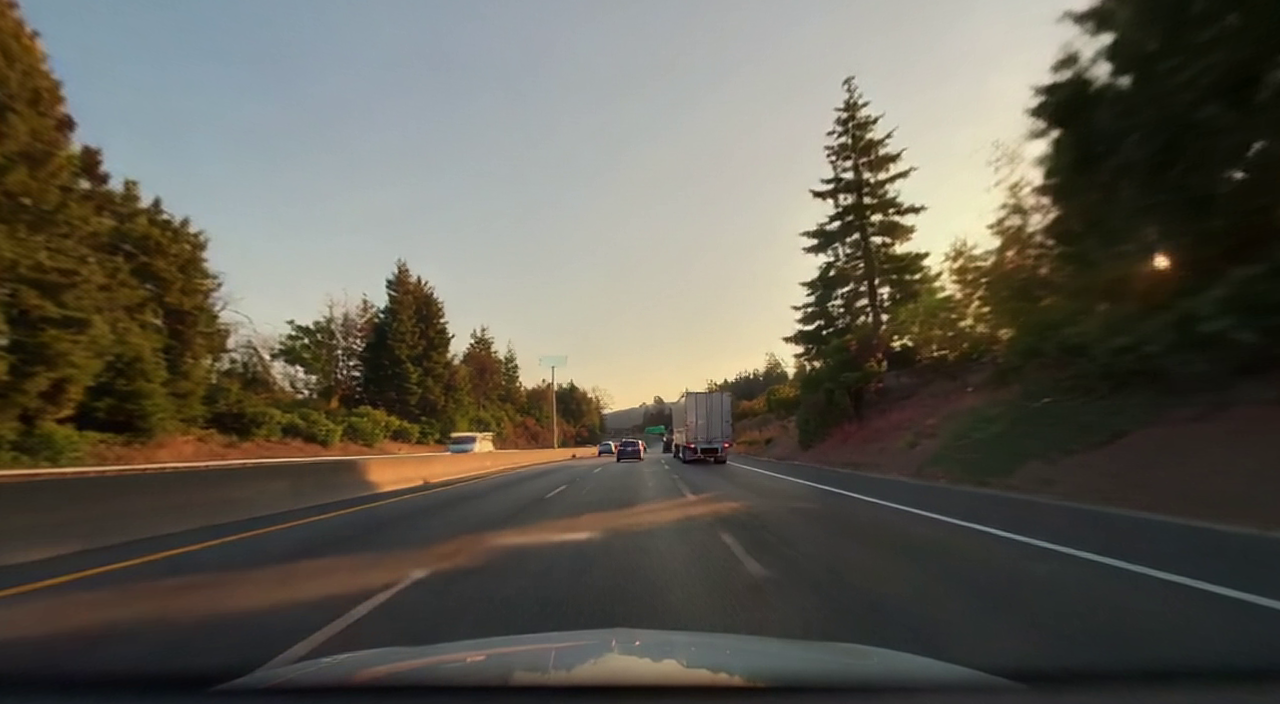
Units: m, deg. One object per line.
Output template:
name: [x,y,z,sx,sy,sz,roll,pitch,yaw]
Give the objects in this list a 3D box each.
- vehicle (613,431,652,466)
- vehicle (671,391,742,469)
vehicle: [-0.395,5.738,37.445,2.211,1.933,4.315,-1,-8,1]
vehicle: [3.907,5.169,40.719,3.005,4.121,14.417,-1,-8,0]
